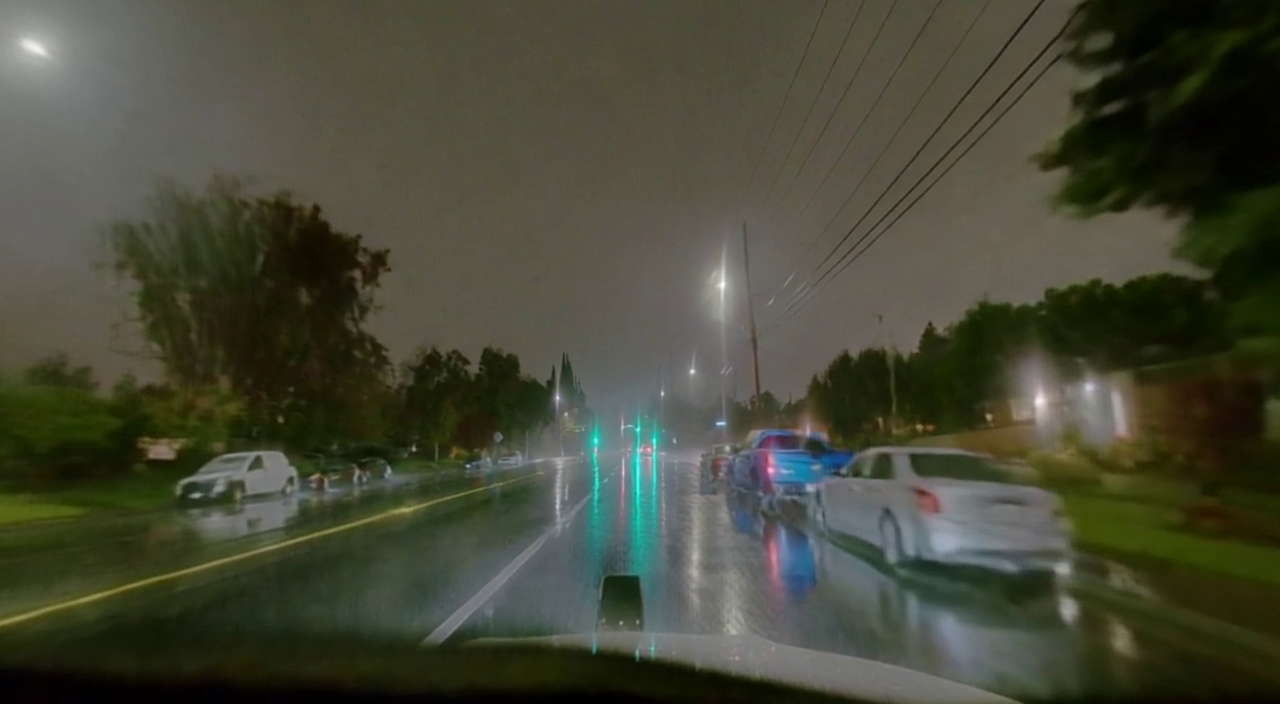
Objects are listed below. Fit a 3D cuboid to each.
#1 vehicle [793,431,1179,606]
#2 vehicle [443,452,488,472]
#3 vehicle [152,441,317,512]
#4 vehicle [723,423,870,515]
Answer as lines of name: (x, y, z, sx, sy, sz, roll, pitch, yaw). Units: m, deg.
vehicle: (3.611, 1.826, 8.062, 1.911, 1.471, 5.151, 0, -9, -2)
vehicle: (-13.704, 8.648, 49.786, 1.901, 1.481, 4.636, -1, -9, 4)
vehicle: (-13.753, 4.218, 22.033, 2.155, 1.991, 5.722, -3, -9, -2)
vehicle: (3.483, 2.751, 15.374, 2.112, 1.802, 5.474, 0, -9, -1)
